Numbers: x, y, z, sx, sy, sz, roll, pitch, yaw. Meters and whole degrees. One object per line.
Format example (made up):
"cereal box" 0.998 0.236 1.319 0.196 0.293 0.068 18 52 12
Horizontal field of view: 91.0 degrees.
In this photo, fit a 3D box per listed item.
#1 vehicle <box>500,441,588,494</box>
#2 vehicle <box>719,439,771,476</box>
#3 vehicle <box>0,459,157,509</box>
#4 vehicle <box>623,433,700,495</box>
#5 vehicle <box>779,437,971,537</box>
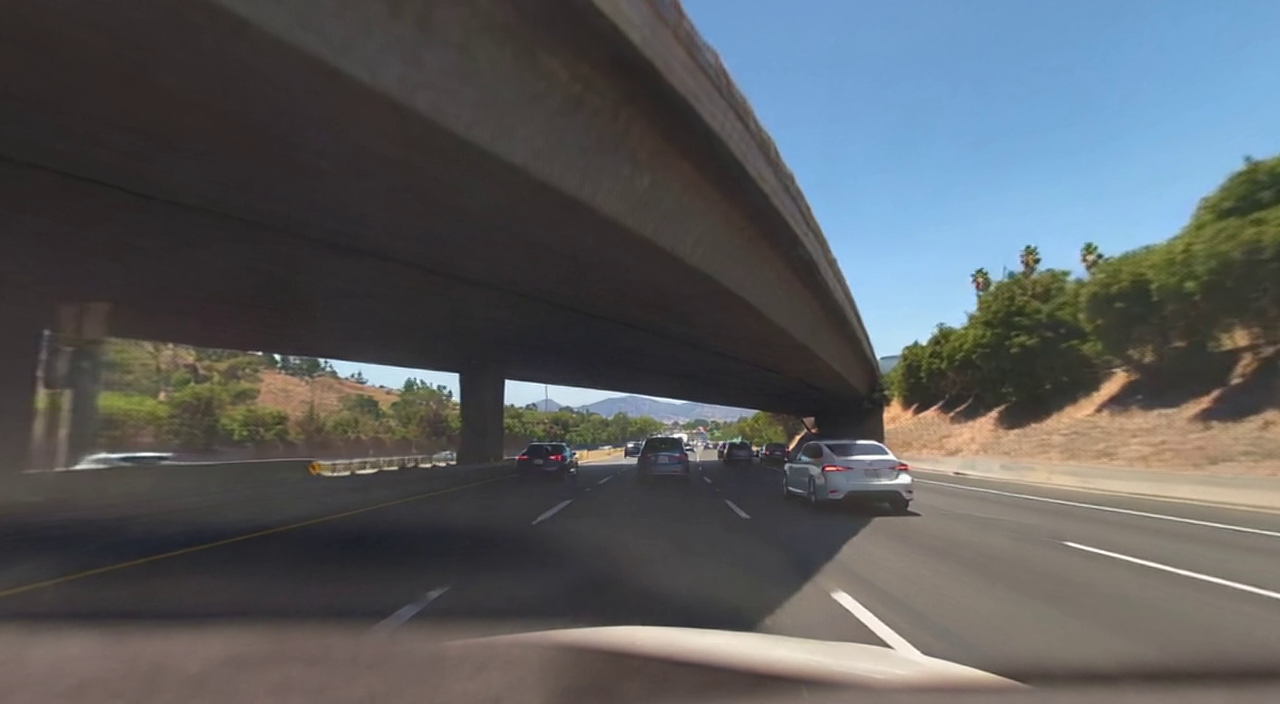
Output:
"vehicle" -2.981 3.684 20.466 2.012 1.495 4.169 0 -9 3
"vehicle" 5.322 5.410 32.538 2.063 1.710 4.591 0 -9 2
"vehicle" -20.424 4.727 22.967 2.031 1.551 4.268 0 -9 3
"vehicle" 0.671 3.488 19.984 2.181 1.728 3.970 0 -9 2
"vehicle" 4.128 2.423 11.976 1.999 1.514 4.338 0 -9 1
